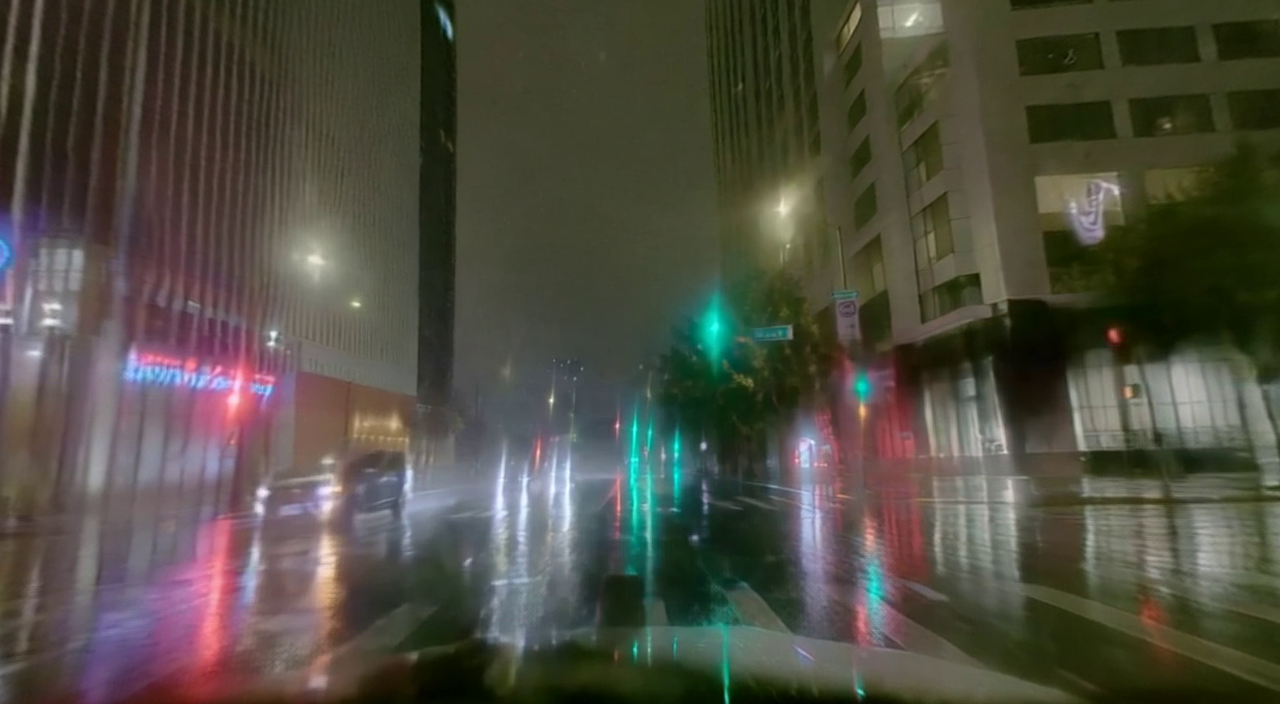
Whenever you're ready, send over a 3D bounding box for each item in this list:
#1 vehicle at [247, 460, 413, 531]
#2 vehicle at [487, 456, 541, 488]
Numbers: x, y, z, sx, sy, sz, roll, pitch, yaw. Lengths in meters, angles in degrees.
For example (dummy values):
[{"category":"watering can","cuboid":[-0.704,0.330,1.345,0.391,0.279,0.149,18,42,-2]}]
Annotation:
[{"category":"vehicle","cuboid":[-7.551,3.501,15.945,1.893,1.451,4.276,-1,-9,2]},{"category":"vehicle","cuboid":[-6.702,6.419,34.014,1.897,1.537,3.770,-1,-9,4]}]
